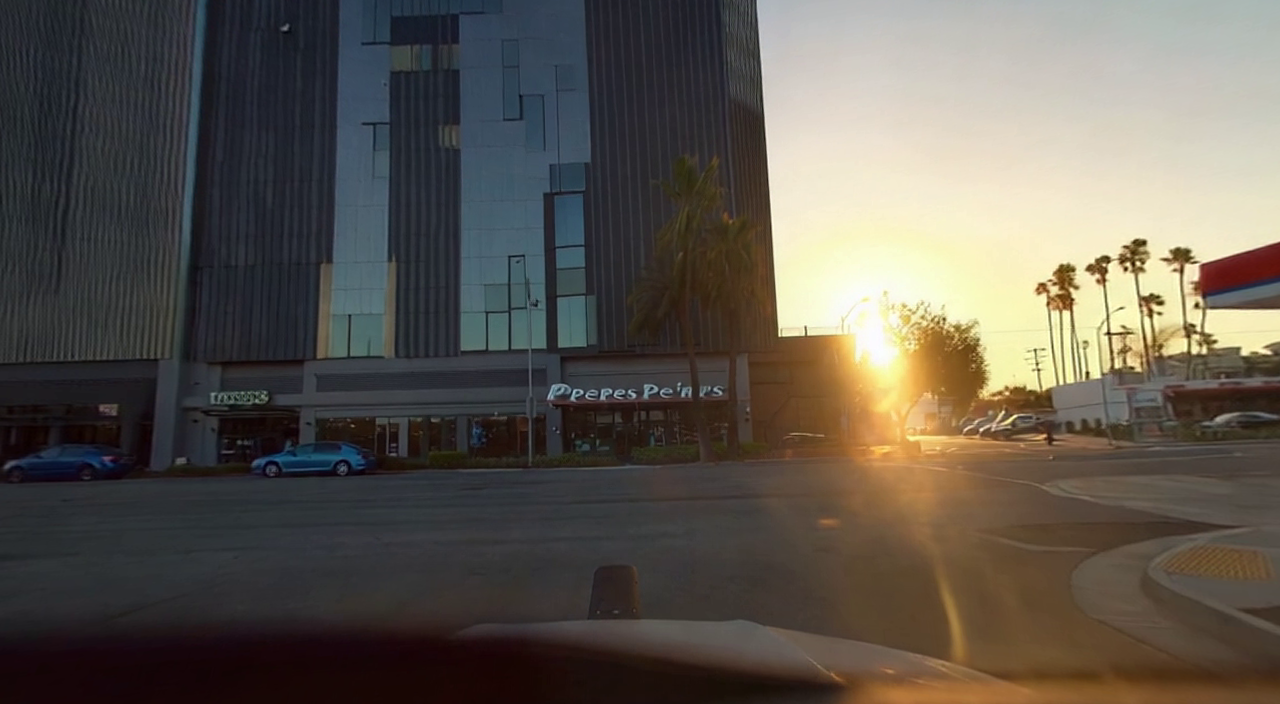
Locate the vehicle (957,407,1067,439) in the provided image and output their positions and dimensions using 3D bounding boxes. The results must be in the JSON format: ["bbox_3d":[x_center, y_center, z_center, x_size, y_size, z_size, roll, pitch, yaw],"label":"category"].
[{"bbox_3d":[28.596,5.456,48.721,7.026,2.329,2.545,1,-6,-4],"label":"vehicle"}]

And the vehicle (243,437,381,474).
[{"bbox_3d":[-13.931,4.420,27.027,4.857,1.497,1.811,0,-9,2],"label":"vehicle"}]

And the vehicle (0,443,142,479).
[{"bbox_3d":[-23.606,4.502,26.175,4.321,1.430,1.775,0,-9,-2],"label":"vehicle"}]

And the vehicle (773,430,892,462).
[{"bbox_3d":[8.566,4.230,28.329,4.782,1.371,1.763,1,-9,-6],"label":"vehicle"}]

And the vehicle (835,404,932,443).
[{"bbox_3d":[16.158,4.803,42.132,5.524,2.504,2.196,1,-9,-3],"label":"vehicle"}]
